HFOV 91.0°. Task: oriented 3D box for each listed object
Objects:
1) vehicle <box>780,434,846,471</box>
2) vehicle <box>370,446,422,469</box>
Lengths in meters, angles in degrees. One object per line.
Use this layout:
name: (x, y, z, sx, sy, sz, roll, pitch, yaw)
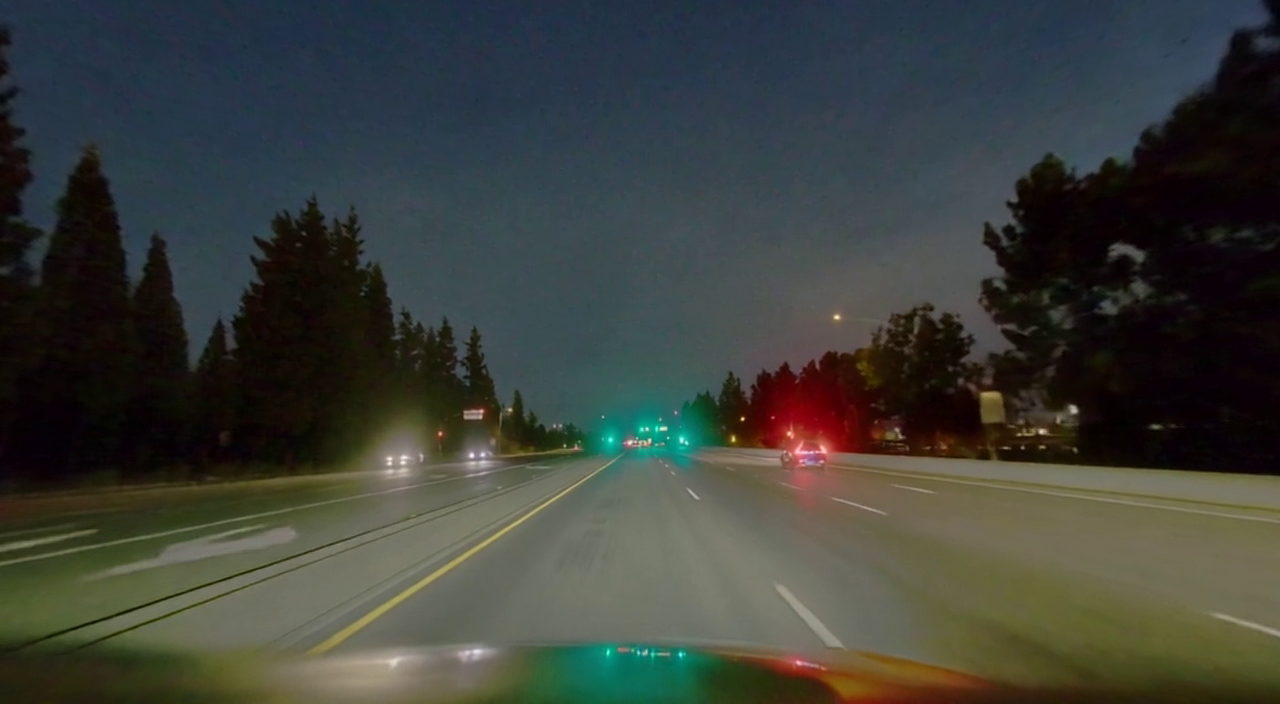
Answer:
vehicle: (9.189, 5.395, 33.902, 2.170, 1.830, 4.720, 0, -8, 0)
vehicle: (-18.652, 8.073, 48.351, 2.043, 1.627, 4.595, 0, -8, 1)
